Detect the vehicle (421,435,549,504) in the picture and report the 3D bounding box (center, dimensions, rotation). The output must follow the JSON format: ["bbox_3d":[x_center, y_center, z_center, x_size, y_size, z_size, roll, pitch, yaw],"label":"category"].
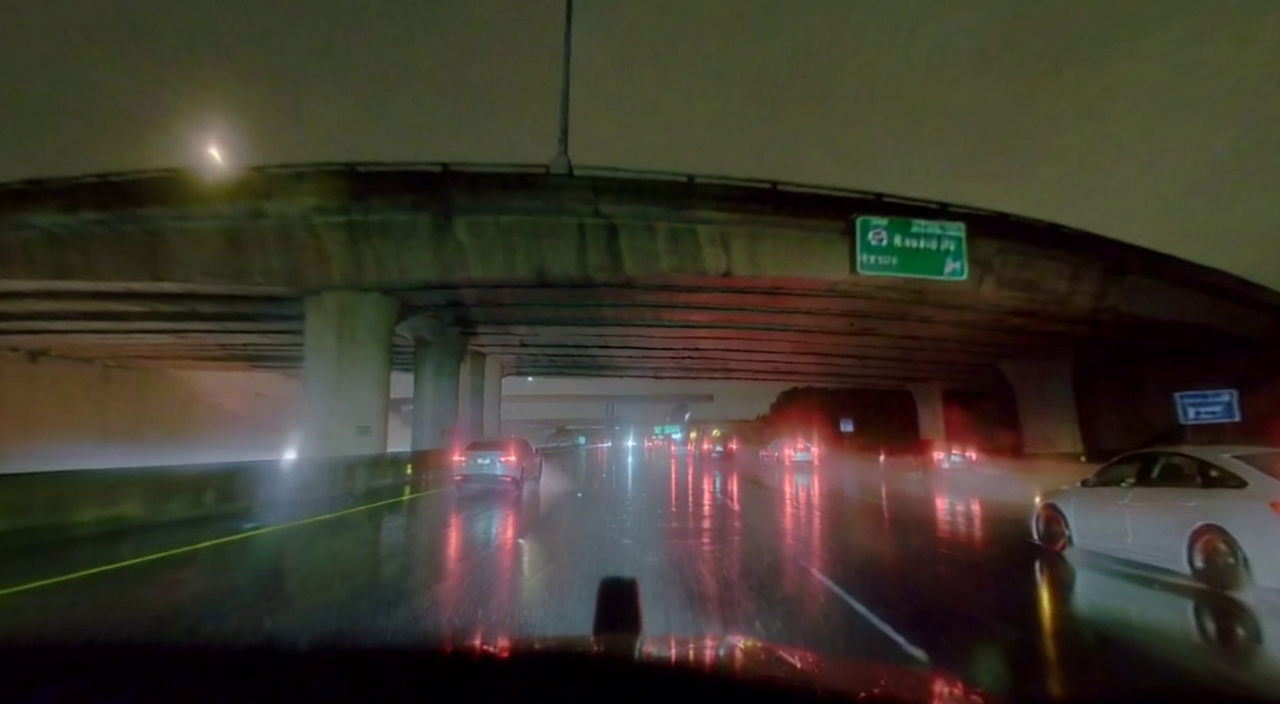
[{"bbox_3d":[-3.743,2.926,16.220,1.997,1.476,4.703,0,-8,1],"label":"vehicle"}]

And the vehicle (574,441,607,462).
[{"bbox_3d":[-3.626,7.398,47.177,2.047,1.464,4.387,0,-8,1],"label":"vehicle"}]

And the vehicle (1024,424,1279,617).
[{"bbox_3d":[5.970,1.470,6.012,1.989,1.472,4.322,0,-8,2],"label":"vehicle"}]

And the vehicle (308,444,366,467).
[{"bbox_3d":[-20.711,7.098,43.319,1.938,1.474,4.445,0,-8,-3],"label":"vehicle"}]

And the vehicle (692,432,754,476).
[{"bbox_3d":[3.503,4.411,27.460,2.072,1.761,4.242,0,-8,-1],"label":"vehicle"}]
